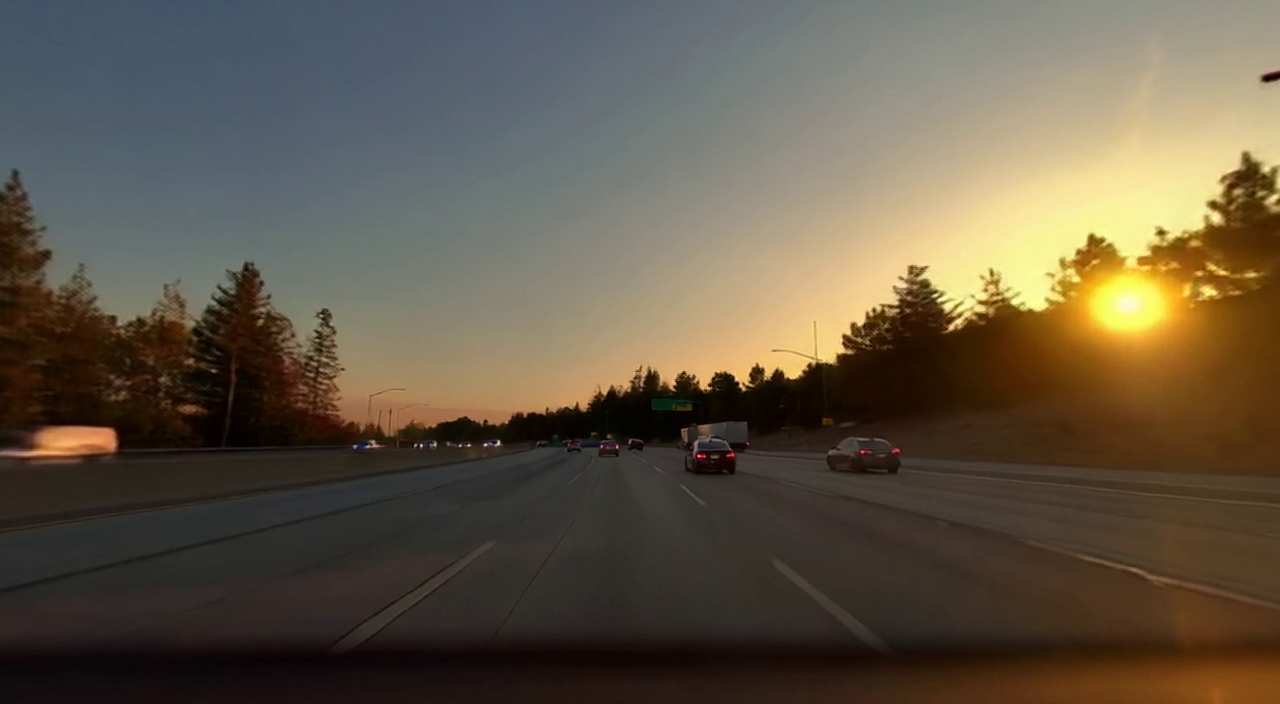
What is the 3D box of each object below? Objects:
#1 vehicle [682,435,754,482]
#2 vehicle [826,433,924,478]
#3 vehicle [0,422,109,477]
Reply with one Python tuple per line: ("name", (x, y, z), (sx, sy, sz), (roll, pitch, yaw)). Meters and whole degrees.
("vehicle", (2.749, 3.891, 23.169), (1.975, 1.562, 3.823), (0, -9, -3))
("vehicle", (9.260, 4.140, 25.343), (1.909, 1.634, 4.739), (0, -9, -3))
("vehicle", (-28.156, 4.466, 28.771), (2.410, 2.277, 6.230), (0, -9, -1))
